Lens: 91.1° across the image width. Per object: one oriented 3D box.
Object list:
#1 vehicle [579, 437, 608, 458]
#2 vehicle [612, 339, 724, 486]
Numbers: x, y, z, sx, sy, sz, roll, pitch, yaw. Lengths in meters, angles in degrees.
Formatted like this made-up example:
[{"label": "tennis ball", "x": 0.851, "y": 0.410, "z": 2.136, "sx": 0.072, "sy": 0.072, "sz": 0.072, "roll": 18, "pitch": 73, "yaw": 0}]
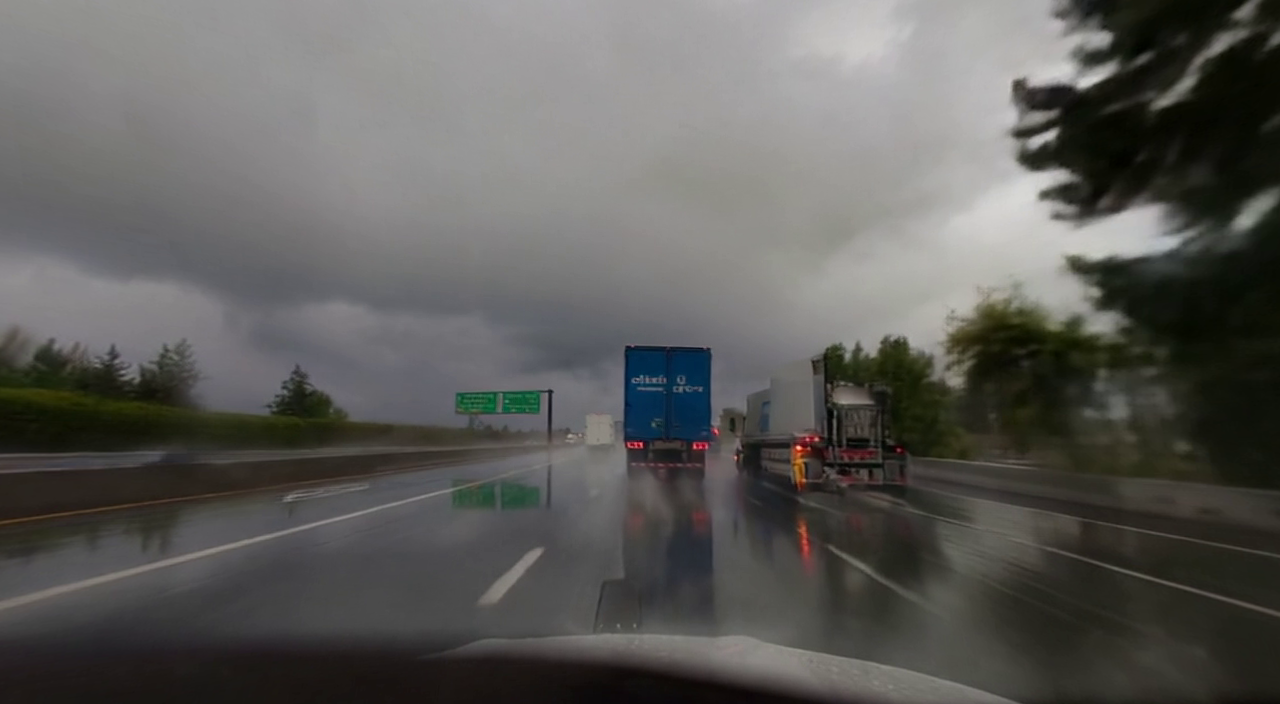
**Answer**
[{"label": "vehicle", "x": -3.524, "y": 7.178, "z": 47.478, "sx": 2.075, "sy": 1.509, "sz": 3.835, "roll": 0, "pitch": -8, "yaw": -4}, {"label": "vehicle", "x": 0.729, "y": 2.232, "z": 21.561, "sx": 2.920, "sy": 3.860, "sz": 10.035, "roll": 0, "pitch": -8, "yaw": 0}]
